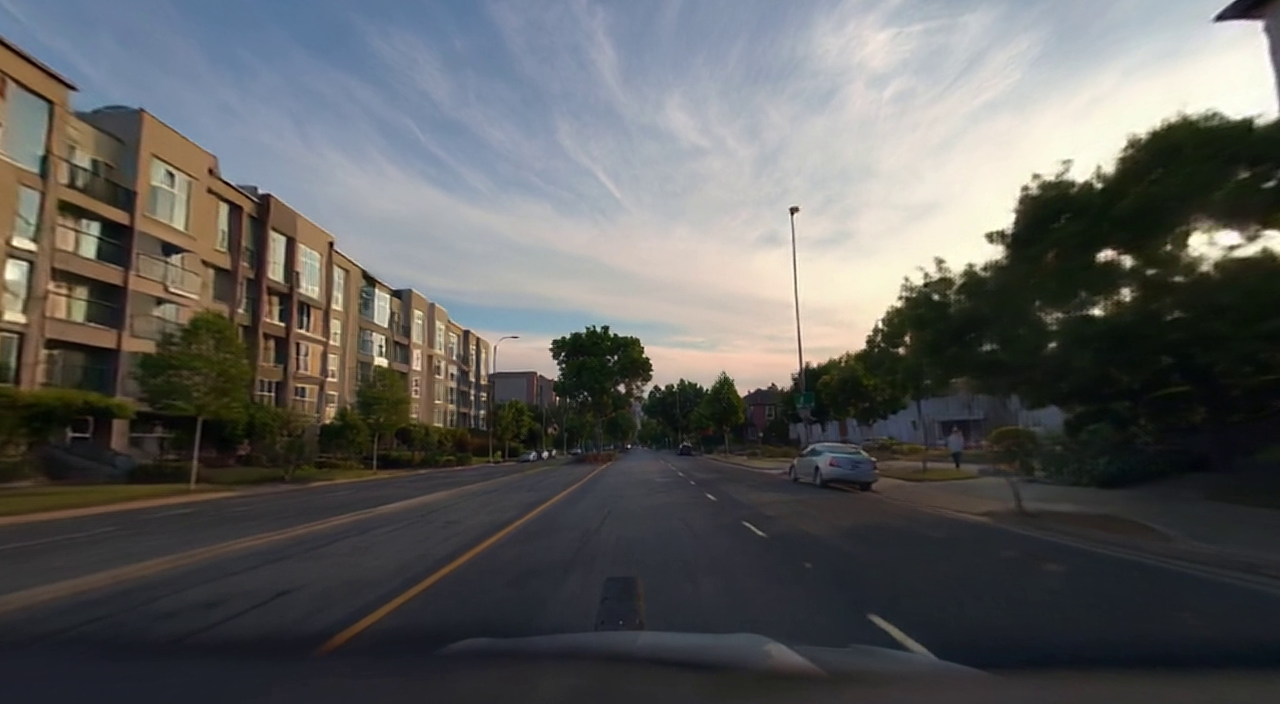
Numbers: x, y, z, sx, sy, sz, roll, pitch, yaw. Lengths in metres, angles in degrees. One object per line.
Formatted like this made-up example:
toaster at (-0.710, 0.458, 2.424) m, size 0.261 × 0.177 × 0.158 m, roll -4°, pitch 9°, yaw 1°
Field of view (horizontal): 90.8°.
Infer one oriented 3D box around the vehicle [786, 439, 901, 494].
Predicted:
vehicle at (6.308, 3.596, 20.247) m, size 1.948 × 1.526 × 4.518 m, roll 0°, pitch -9°, yaw -3°
